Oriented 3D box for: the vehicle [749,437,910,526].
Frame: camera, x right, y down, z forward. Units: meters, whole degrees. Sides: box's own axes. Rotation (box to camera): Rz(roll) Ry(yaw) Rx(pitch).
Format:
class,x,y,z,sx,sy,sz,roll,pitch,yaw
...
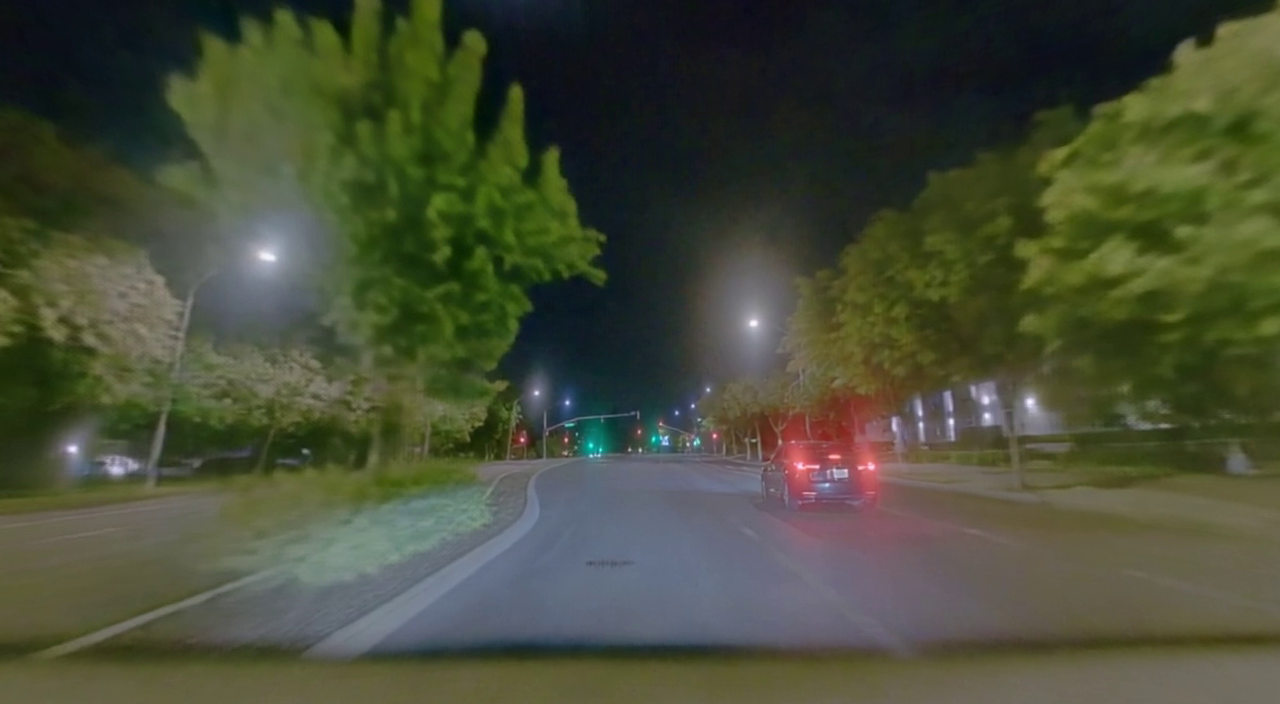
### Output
class,x,y,z,sx,sy,sz,roll,pitch,yaw
vehicle,3.509,2.474,12.600,1.852,1.453,4.083,0,-9,-2
